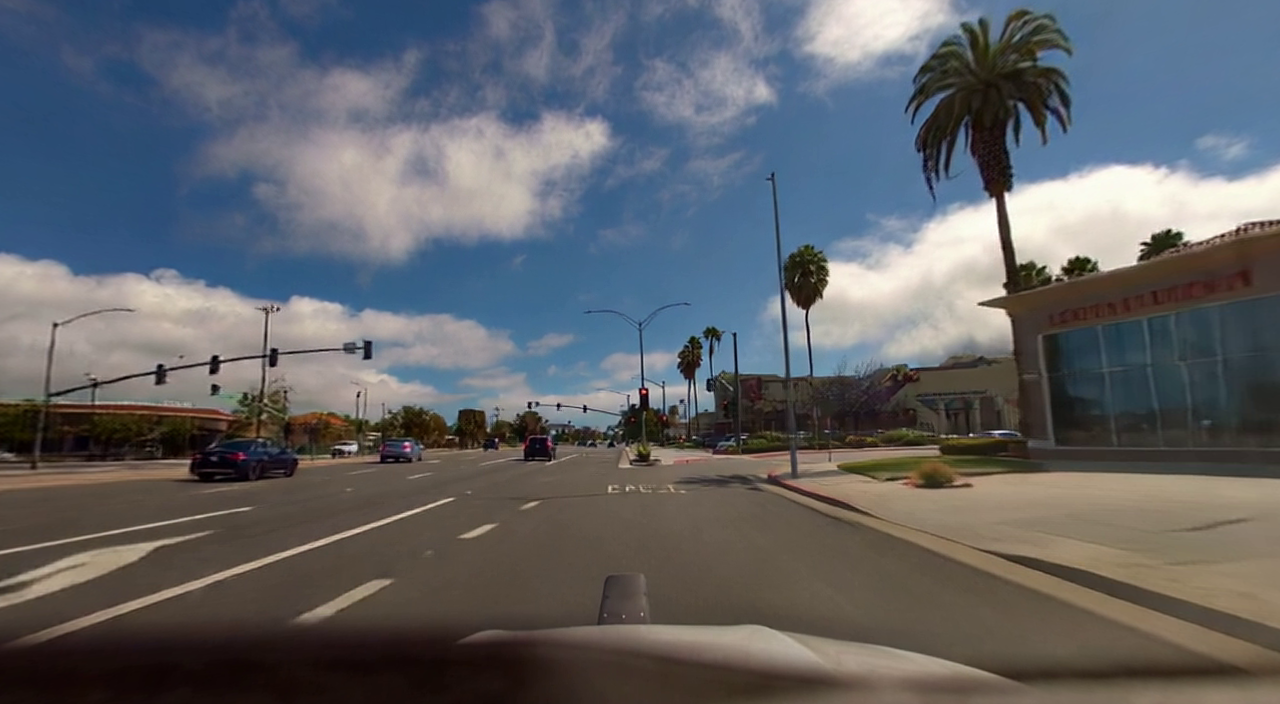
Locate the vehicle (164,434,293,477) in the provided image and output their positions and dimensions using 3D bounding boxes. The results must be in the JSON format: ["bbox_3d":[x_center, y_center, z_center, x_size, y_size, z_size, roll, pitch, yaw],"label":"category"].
[{"bbox_3d":[-15.611,3.944,24.167,1.916,1.481,4.430,0,-9,0],"label":"vehicle"}]

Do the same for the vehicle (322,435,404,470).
[{"bbox_3d":[-12.753,4.650,29.183,1.900,1.462,4.225,0,-8,-1],"label":"vehicle"}]

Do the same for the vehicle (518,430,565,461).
[{"bbox_3d":[-5.931,5.717,38.387,2.114,1.784,4.450,0,-9,0],"label":"vehicle"}]

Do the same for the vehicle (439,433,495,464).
[{"bbox_3d":[-9.484,5.345,34.743,1.977,1.584,3.983,0,-9,0],"label":"vehicle"}]
